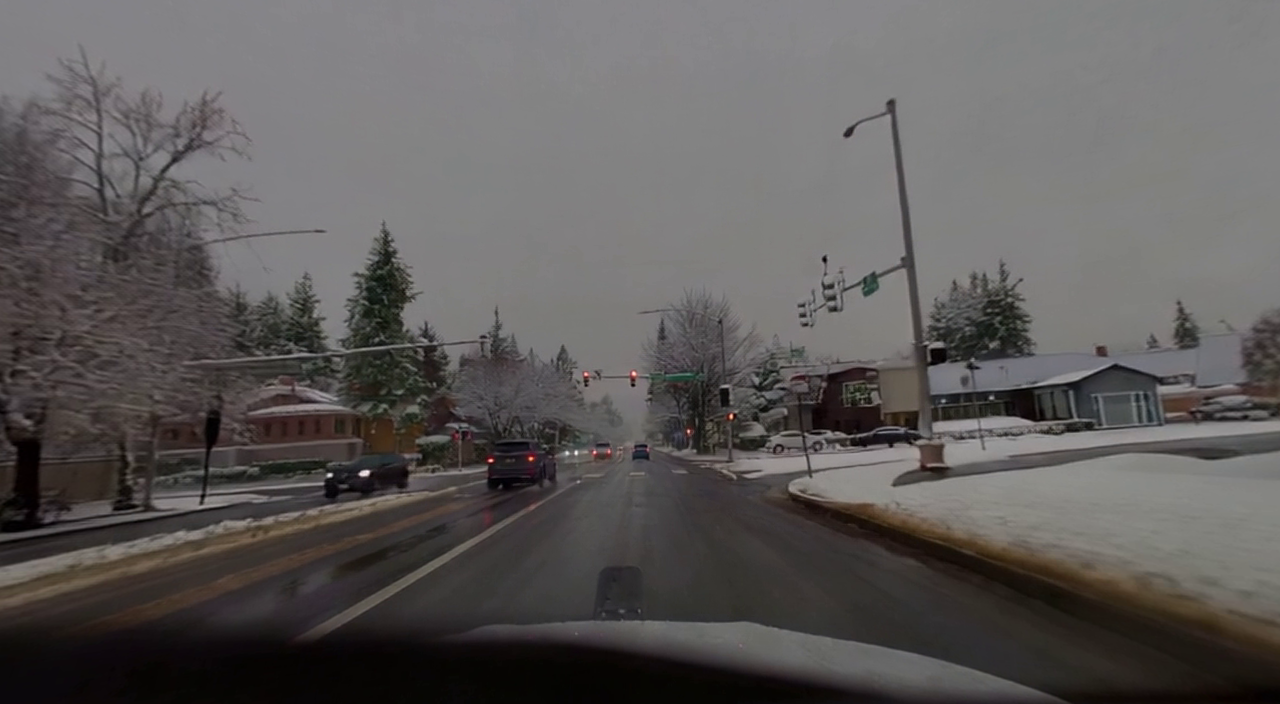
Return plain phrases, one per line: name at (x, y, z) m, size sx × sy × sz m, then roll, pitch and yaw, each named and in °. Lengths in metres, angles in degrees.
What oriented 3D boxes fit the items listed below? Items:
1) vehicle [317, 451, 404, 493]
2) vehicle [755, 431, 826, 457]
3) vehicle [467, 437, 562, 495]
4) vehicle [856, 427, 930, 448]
vehicle at (-13.894, 5.953, 31.792) m, size 2.140 × 1.824 × 4.913 m, roll -2°, pitch -8°, yaw 0°
vehicle at (11.089, 6.825, 46.861) m, size 4.817 × 1.789 × 2.010 m, roll -1°, pitch -9°, yaw 6°
vehicle at (-4.011, 3.727, 21.133) m, size 2.169 × 1.706 × 4.638 m, roll -1°, pitch -8°, yaw 1°
vehicle at (19.744, 6.719, 49.508) m, size 4.954 × 1.458 × 1.951 m, roll 1°, pitch -9°, yaw 2°
